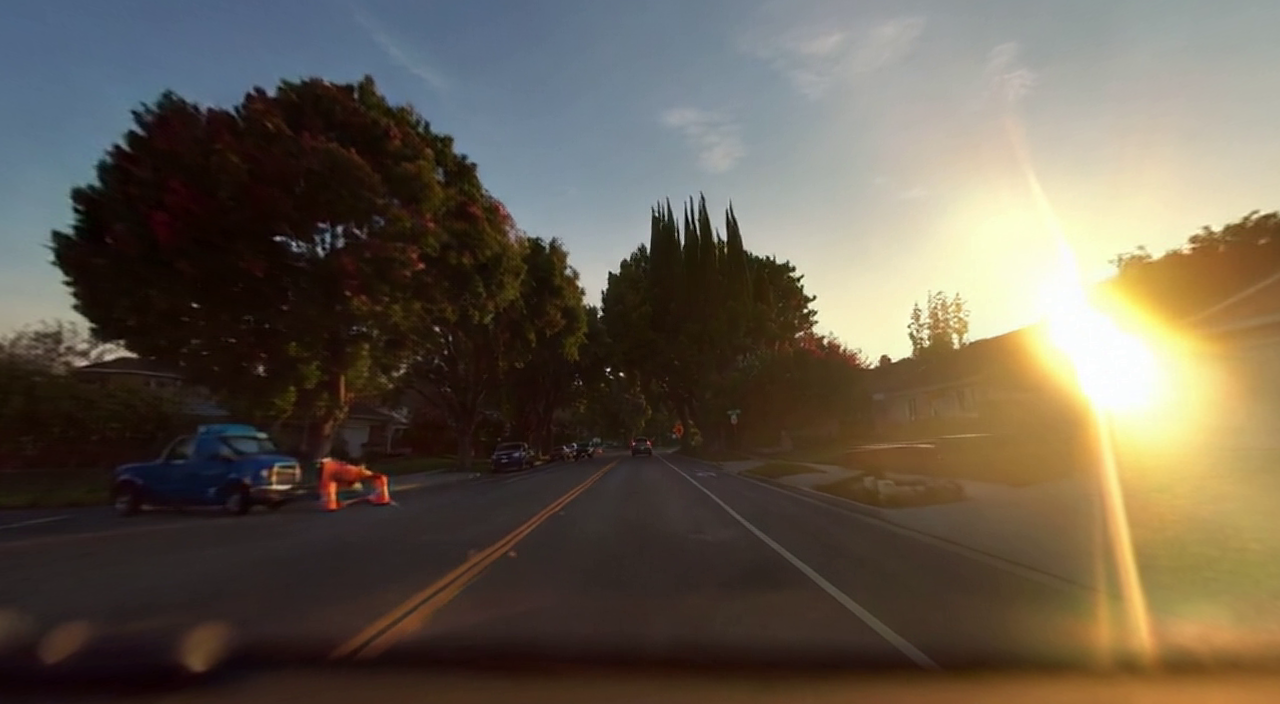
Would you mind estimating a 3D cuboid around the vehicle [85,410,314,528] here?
[{"bbox_3d":[-10.790,2.865,15.889,4.120,2.628,2.064,3,-9,-19],"label":"vehicle"}]

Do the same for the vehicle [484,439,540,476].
[{"bbox_3d":[-8.069,6.680,40.438,2.422,1.855,6.165,-4,-7,-2],"label":"vehicle"}]
